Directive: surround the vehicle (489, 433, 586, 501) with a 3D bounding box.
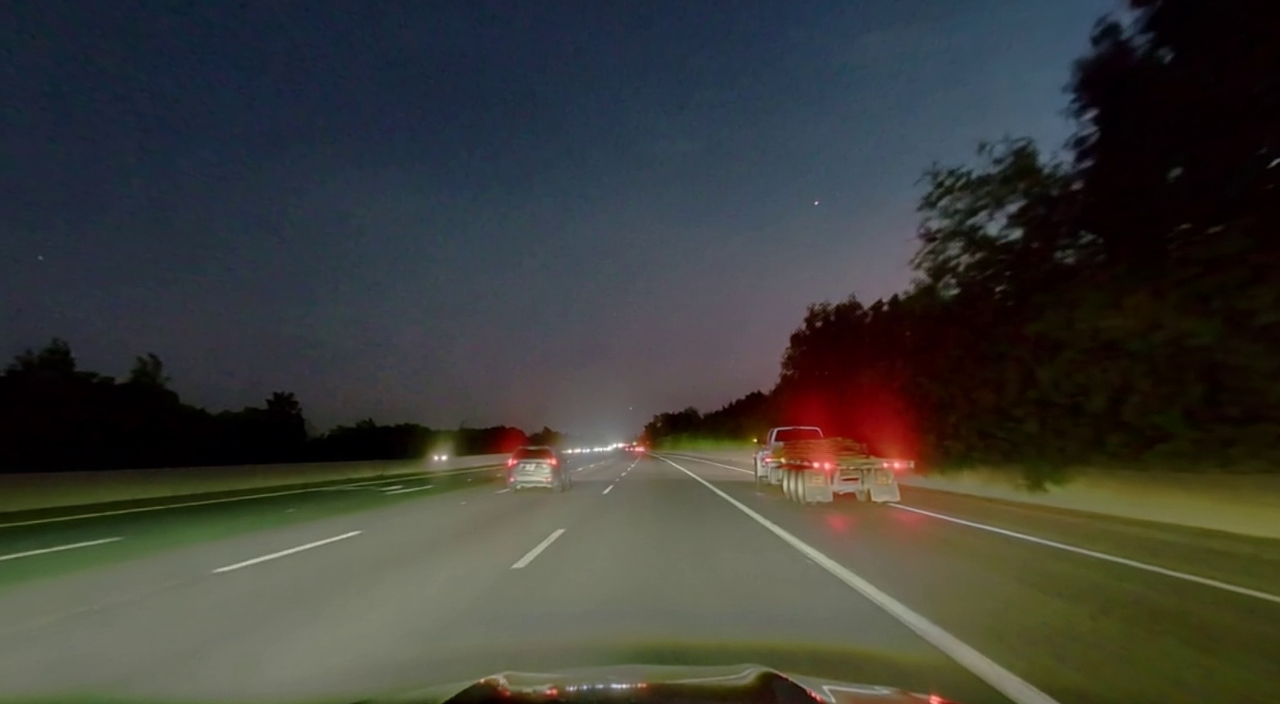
[{"bbox_3d":[-2.953,3.434,19.268,2.114,1.787,4.365,0,-8,2],"label":"vehicle"}]
